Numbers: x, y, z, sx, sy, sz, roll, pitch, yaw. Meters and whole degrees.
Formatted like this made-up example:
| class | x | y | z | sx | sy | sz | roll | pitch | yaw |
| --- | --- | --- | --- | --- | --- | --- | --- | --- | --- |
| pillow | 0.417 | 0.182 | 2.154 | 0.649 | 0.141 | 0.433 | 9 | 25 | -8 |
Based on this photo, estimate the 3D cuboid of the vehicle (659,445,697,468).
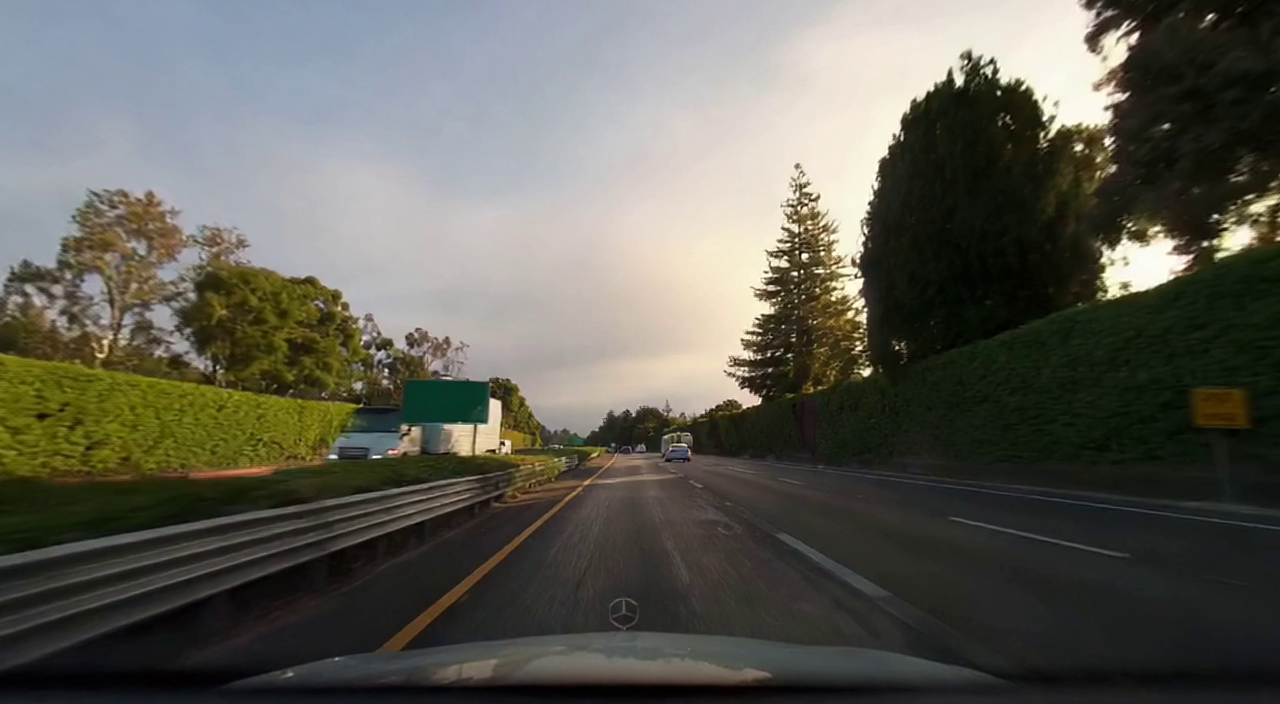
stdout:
| class | x | y | z | sx | sy | sz | roll | pitch | yaw |
| --- | --- | --- | --- | --- | --- | --- | --- | --- | --- |
| vehicle | 2.588 | 7.247 | 43.613 | 2.244 | 1.498 | 4.338 | 0 | -9 | -2 |
